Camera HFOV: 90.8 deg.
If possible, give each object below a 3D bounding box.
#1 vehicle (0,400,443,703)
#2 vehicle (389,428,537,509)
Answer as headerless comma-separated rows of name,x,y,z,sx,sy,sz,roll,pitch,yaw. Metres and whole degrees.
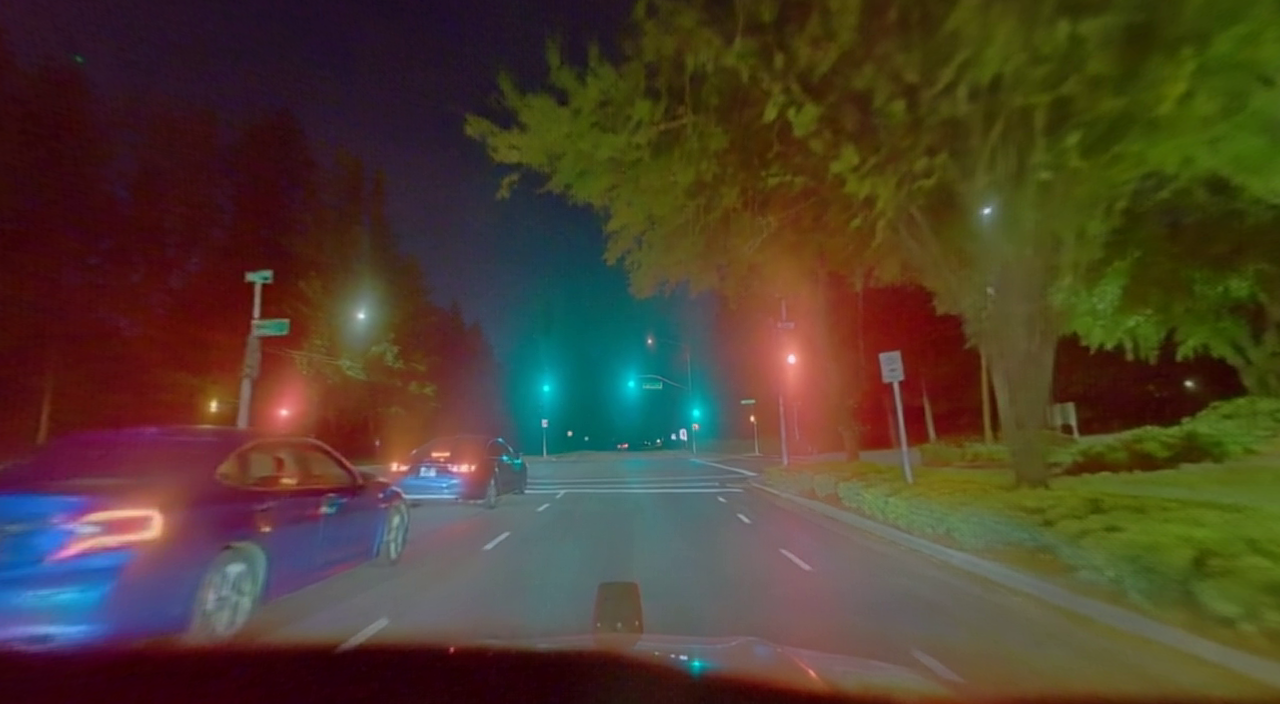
vehicle,-3.461,1.332,5.408,2.038,1.486,4.678,0,-9,0
vehicle,-3.720,2.538,14.228,1.980,1.508,4.502,0,-9,0
